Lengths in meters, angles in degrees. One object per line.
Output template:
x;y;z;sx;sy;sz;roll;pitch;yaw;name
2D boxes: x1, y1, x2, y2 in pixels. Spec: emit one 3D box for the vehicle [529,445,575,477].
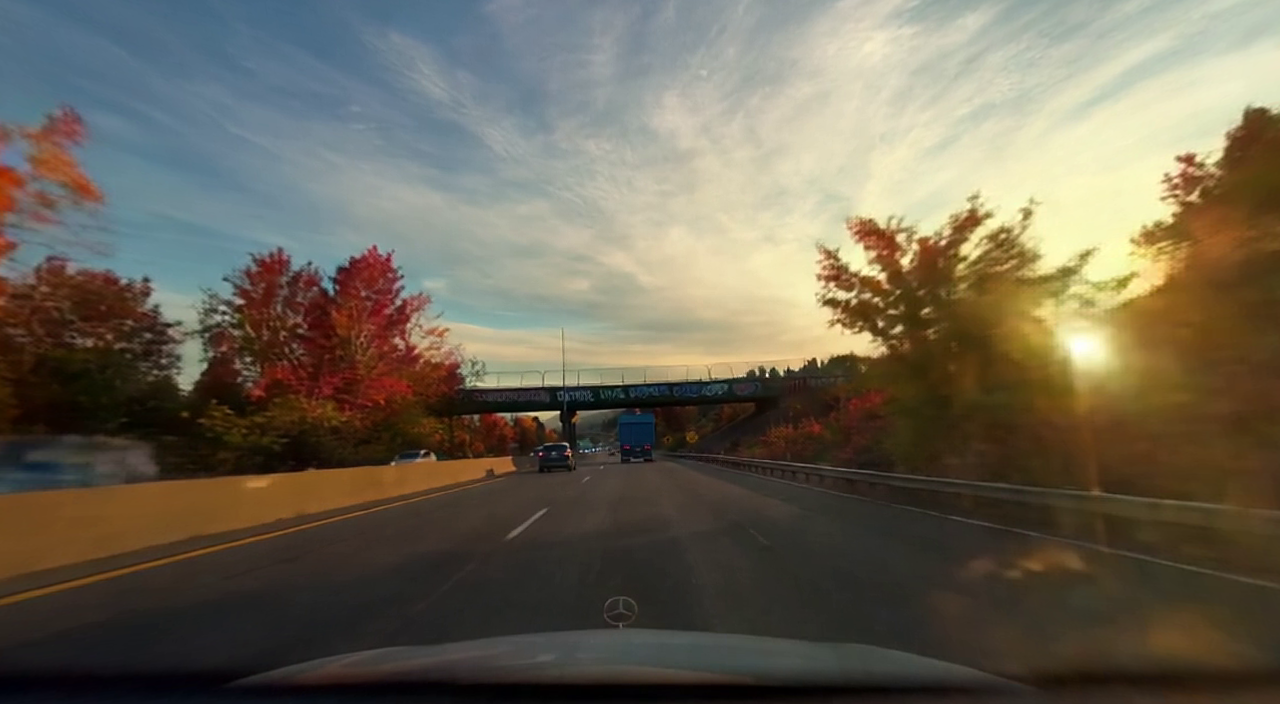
-4.489;5.614;32.449;1.892;1.529;3.996;0;-9;-1;vehicle
